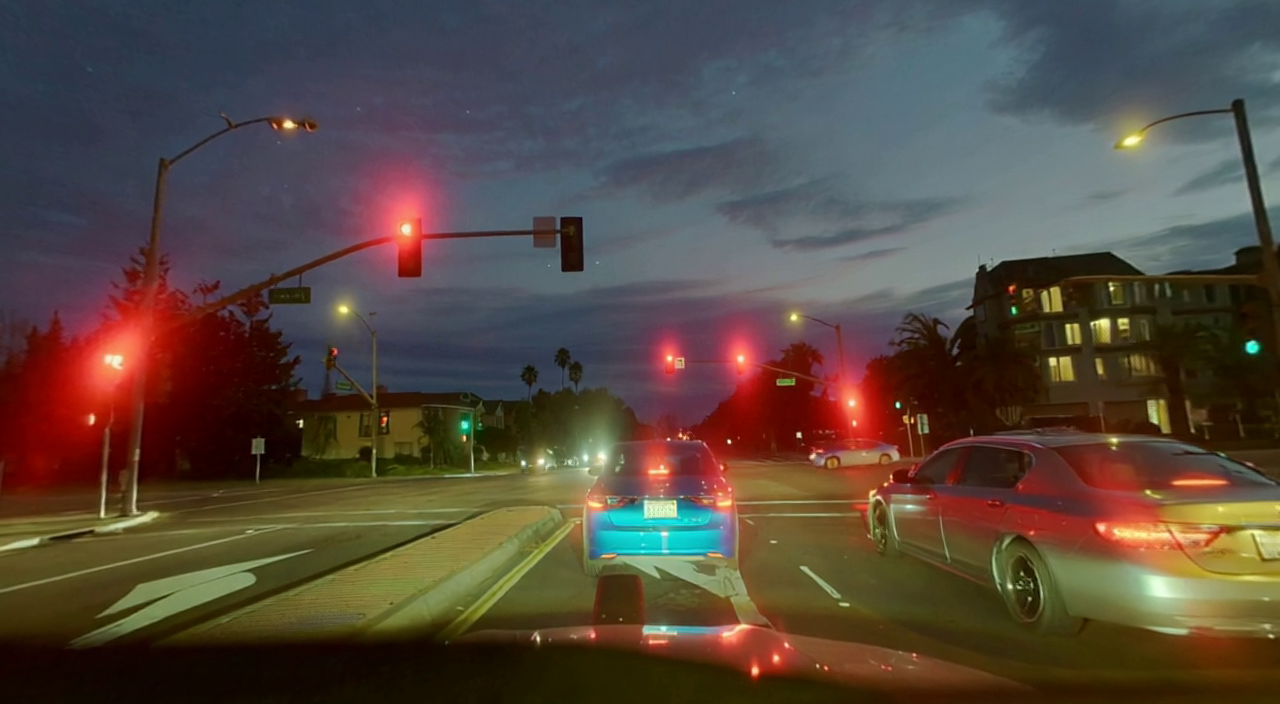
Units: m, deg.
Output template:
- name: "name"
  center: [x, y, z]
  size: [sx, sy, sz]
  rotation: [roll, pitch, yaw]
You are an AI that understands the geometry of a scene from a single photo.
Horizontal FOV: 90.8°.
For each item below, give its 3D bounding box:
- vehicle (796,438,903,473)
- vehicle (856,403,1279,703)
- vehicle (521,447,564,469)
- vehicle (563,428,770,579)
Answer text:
- name: "vehicle"
  center: [9.573, 4.712, 28.975]
  size: [4.229, 1.490, 1.854]
  rotation: [1, -9, -11]
- name: "vehicle"
  center: [3.657, 1.343, 5.445]
  size: [1.888, 1.486, 4.681]
  rotation: [0, -9, -1]
- name: "vehicle"
  center: [-6.942, 7.585, 45.282]
  size: [2.093, 1.476, 4.278]
  rotation: [-1, -9, 4]
- name: "vehicle"
  center: [0.300, 1.819, 8.333]
  size: [2.090, 1.505, 3.756]
  rotation: [-1, -9, 1]
